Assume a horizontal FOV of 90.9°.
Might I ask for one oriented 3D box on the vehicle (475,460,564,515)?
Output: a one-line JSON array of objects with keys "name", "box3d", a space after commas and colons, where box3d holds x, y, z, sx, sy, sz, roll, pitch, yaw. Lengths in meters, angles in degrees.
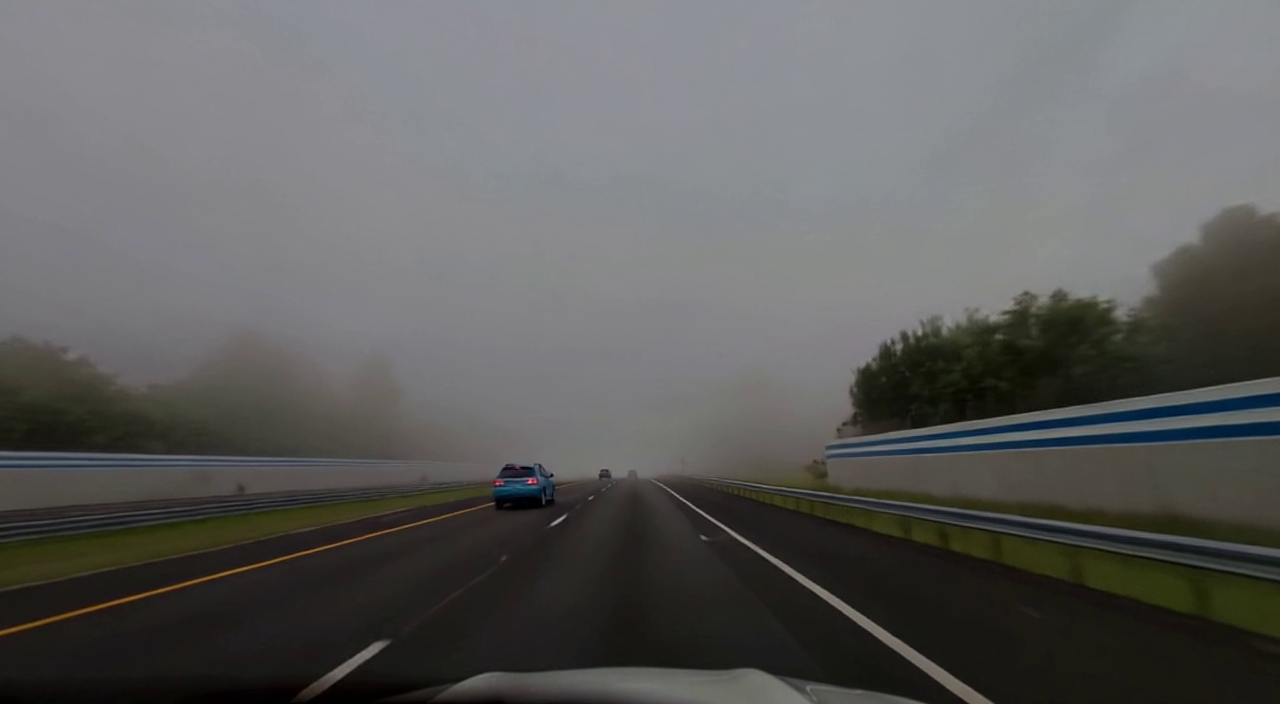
[{"name": "vehicle", "box3d": [-3.613, 4.164, 19.640, 1.985, 1.515, 3.839, 1, -11, 0]}]
